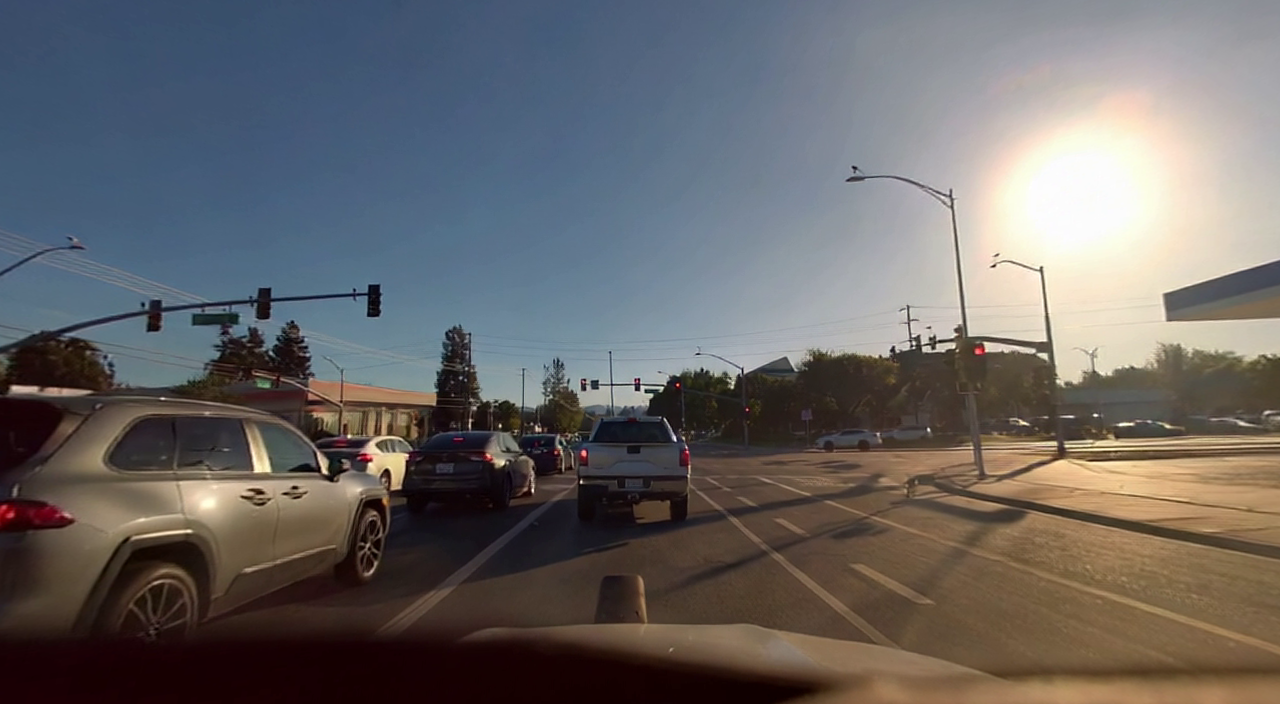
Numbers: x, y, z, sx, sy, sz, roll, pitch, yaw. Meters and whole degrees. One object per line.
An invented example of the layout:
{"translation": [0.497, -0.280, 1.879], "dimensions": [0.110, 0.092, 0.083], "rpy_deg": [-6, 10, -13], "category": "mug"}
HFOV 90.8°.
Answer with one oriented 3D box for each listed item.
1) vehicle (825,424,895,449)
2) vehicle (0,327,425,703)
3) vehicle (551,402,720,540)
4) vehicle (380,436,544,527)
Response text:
{"translation": [16.027, 6.160, 46.044], "dimensions": [4.548, 1.730, 2.013], "rpy_deg": [3, -9, -22], "category": "vehicle"}
{"translation": [-3.310, 1.073, 4.376], "dimensions": [2.096, 1.718, 4.266], "rpy_deg": [0, -9, 0], "category": "vehicle"}
{"translation": [-0.083, 1.945, 10.918], "dimensions": [2.224, 1.819, 5.005], "rpy_deg": [0, -9, -1], "category": "vehicle"}
{"translation": [-3.149, 2.367, 12.142], "dimensions": [1.881, 1.424, 4.098], "rpy_deg": [0, -9, 1], "category": "vehicle"}
